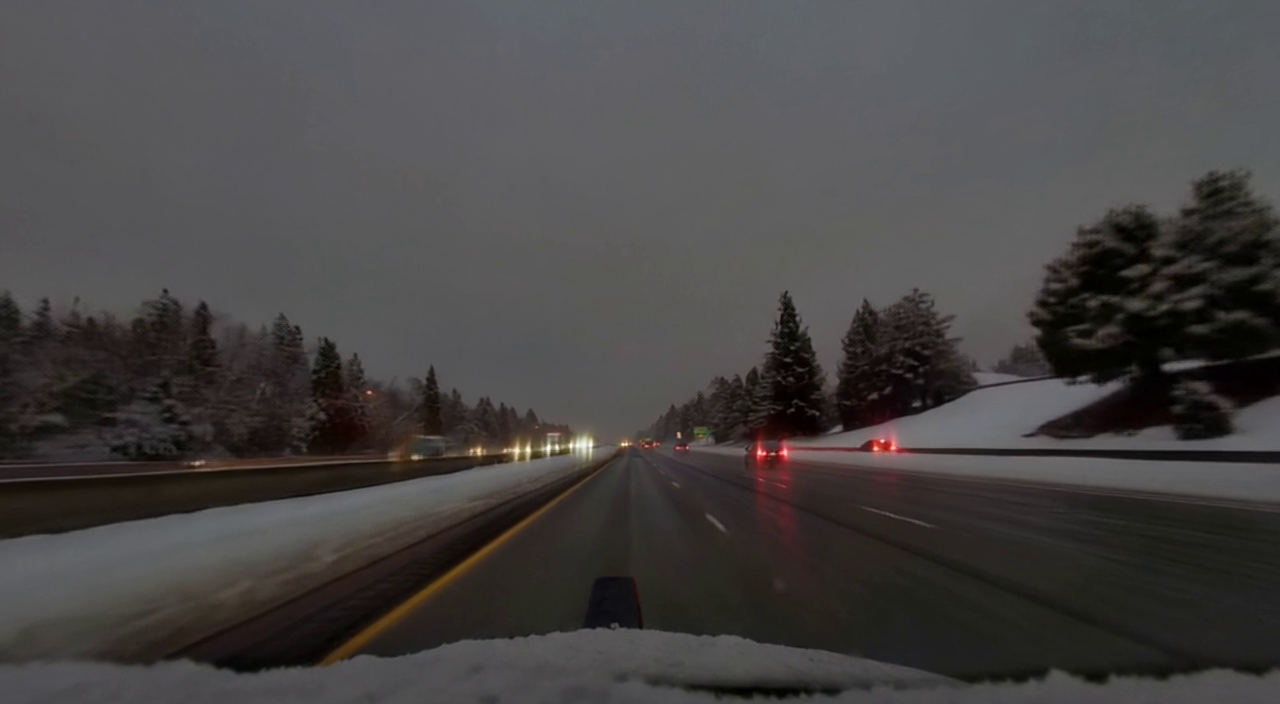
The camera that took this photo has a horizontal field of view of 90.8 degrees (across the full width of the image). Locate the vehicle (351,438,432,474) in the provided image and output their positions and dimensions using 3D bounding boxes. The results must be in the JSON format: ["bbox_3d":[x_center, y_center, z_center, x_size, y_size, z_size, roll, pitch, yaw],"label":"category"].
[{"bbox_3d":[-11.192,4.714,28.837,1.893,1.503,4.471,0,-9,0],"label":"vehicle"}]

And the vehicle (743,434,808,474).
[{"bbox_3d":[6.354,4.837,30.103,2.030,1.706,4.279,0,-9,-1],"label":"vehicle"}]
